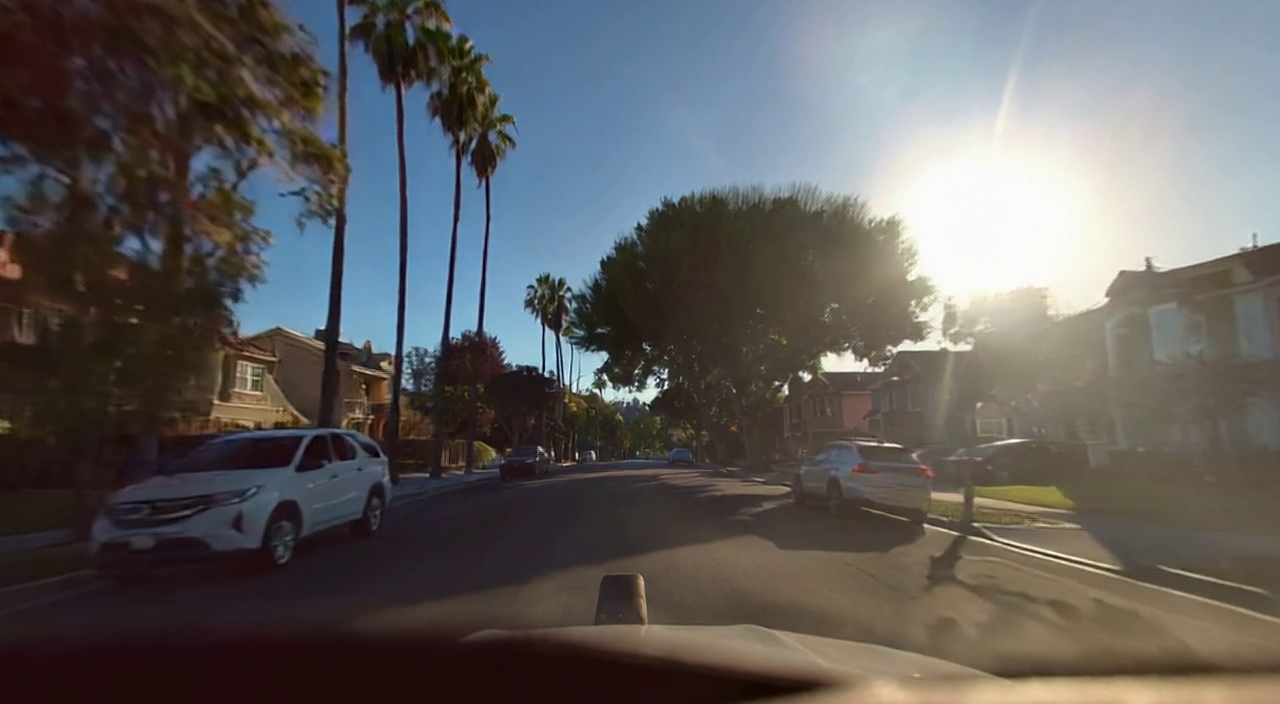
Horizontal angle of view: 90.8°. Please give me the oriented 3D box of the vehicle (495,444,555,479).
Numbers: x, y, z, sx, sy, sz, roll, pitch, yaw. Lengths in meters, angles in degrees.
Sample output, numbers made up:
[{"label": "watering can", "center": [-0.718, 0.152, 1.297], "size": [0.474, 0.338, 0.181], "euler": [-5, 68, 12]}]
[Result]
[{"label": "vehicle", "center": [-5.507, 5.306, 30.951], "size": [2.079, 1.486, 4.877], "euler": [-3, -8, -1]}]

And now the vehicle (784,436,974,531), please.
[{"label": "vehicle", "center": [4.504, 2.533, 12.822], "size": [1.991, 1.554, 4.501], "euler": [0, -9, -2]}]

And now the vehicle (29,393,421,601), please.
[{"label": "vehicle", "center": [-4.835, 1.760, 8.634], "size": [2.149, 1.877, 5.082], "euler": [-2, -9, -3]}]
